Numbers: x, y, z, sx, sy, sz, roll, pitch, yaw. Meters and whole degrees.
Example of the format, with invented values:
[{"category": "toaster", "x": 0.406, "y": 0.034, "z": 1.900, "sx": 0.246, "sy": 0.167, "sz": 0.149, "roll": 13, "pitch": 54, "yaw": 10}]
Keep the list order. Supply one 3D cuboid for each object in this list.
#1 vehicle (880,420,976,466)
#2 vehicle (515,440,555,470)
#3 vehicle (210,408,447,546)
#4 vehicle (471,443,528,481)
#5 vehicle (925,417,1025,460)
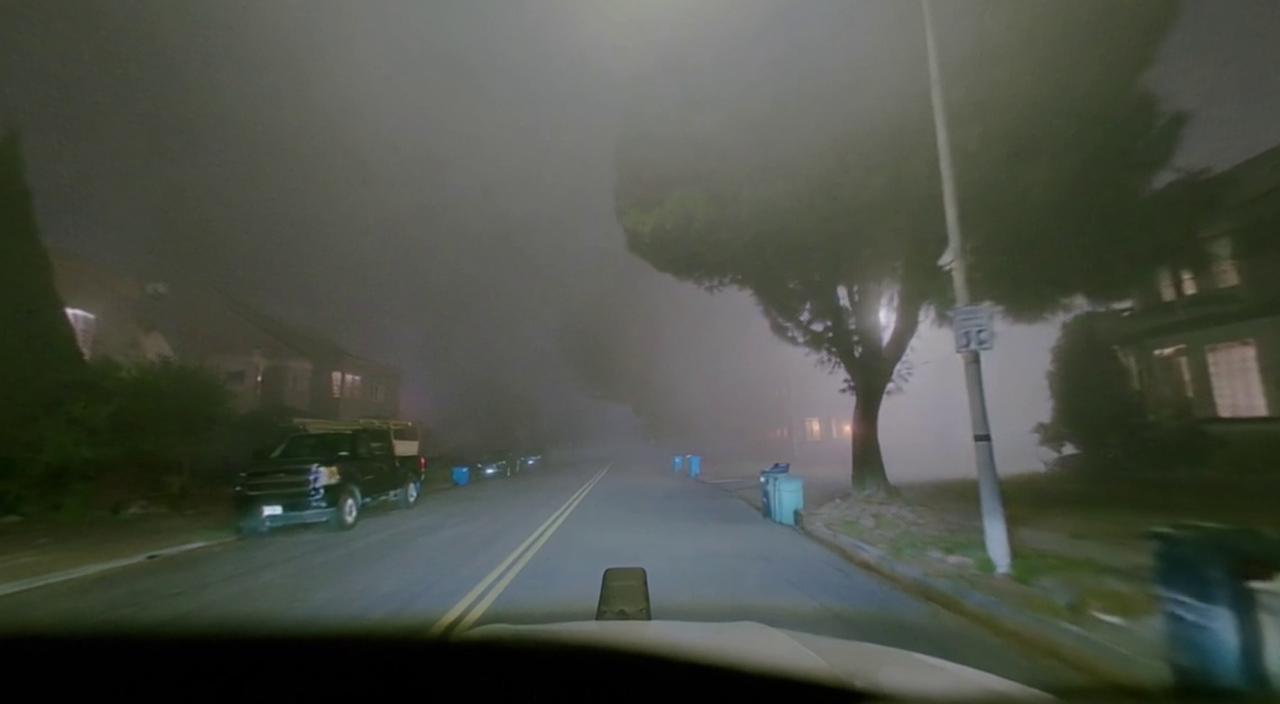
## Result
[{"category": "vehicle", "x": 12.446, "y": 3.951, "z": 27.619, "sx": 1.936, "sy": 1.687, "sz": 4.714, "roll": -5, "pitch": -7, "yaw": 0}, {"category": "vehicle", "x": -7.393, "y": 7.251, "z": 44.670, "sx": 2.169, "sy": 1.871, "sz": 4.762, "roll": -3, "pitch": -7, "yaw": -3}, {"category": "vehicle", "x": -6.427, "y": 2.479, "z": 14.105, "sx": 2.223, "sy": 2.115, "sz": 5.707, "roll": 5, "pitch": -4, "yaw": 1}, {"category": "vehicle", "x": -6.917, "y": 5.449, "z": 31.501, "sx": 1.945, "sy": 1.530, "sz": 4.430, "roll": -4, "pitch": -7, "yaw": -3}, {"category": "vehicle", "x": 14.545, "y": 3.830, "z": 27.697, "sx": 1.915, "sy": 1.740, "sz": 4.309, "roll": 1, "pitch": -9, "yaw": -1}]
